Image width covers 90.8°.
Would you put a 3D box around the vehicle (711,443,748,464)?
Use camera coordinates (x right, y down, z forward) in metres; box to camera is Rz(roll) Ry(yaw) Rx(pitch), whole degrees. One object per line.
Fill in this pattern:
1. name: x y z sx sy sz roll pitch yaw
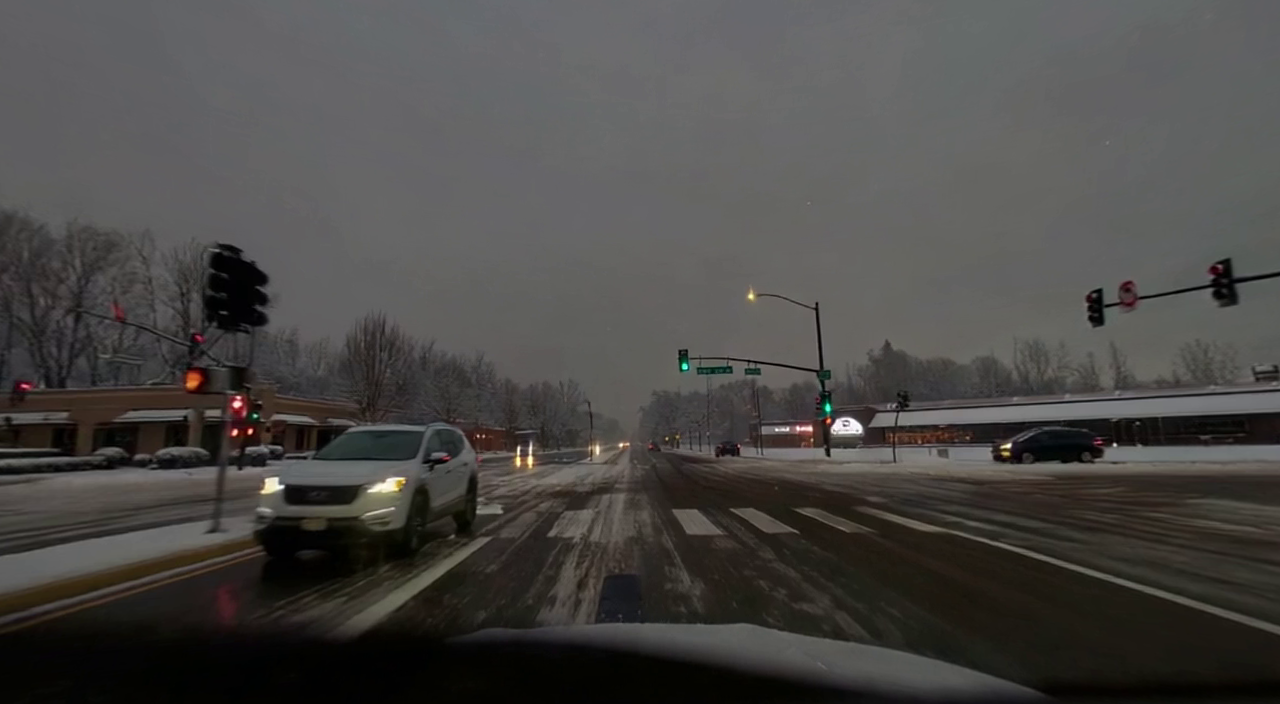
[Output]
1. vehicle: 6.443 7.417 46.082 1.916 1.437 4.327 0 -9 -2

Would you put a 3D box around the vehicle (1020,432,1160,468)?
1. vehicle: 19.658 4.309 27.743 4.722 1.477 1.964 1 -9 -4

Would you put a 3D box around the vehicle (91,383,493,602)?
1. vehicle: -3.440 1.526 7.753 2.087 1.789 4.988 0 -9 0
